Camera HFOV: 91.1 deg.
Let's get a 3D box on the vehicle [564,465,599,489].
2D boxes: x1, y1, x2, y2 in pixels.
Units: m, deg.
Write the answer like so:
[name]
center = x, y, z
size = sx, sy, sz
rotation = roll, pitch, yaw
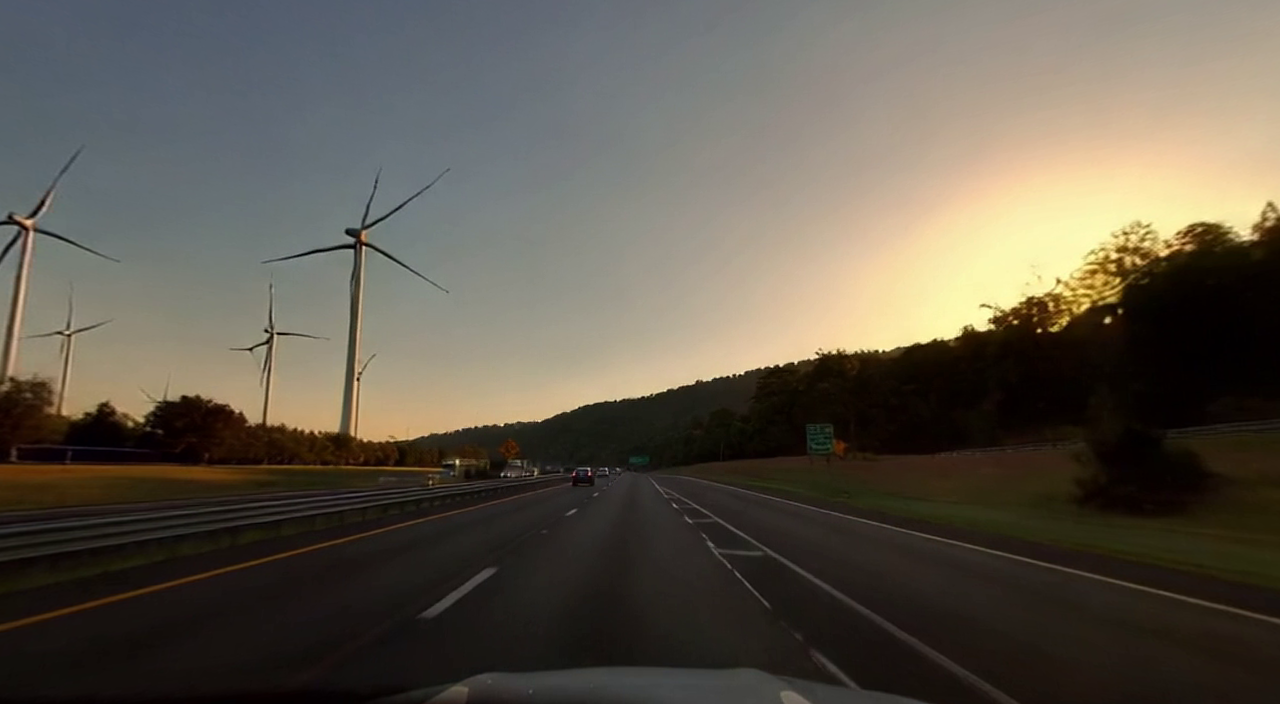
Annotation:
[vehicle]
center = -3.897, 8.397, 42.337
size = 2.001, 1.486, 4.104
rotation = 1, -10, -1
